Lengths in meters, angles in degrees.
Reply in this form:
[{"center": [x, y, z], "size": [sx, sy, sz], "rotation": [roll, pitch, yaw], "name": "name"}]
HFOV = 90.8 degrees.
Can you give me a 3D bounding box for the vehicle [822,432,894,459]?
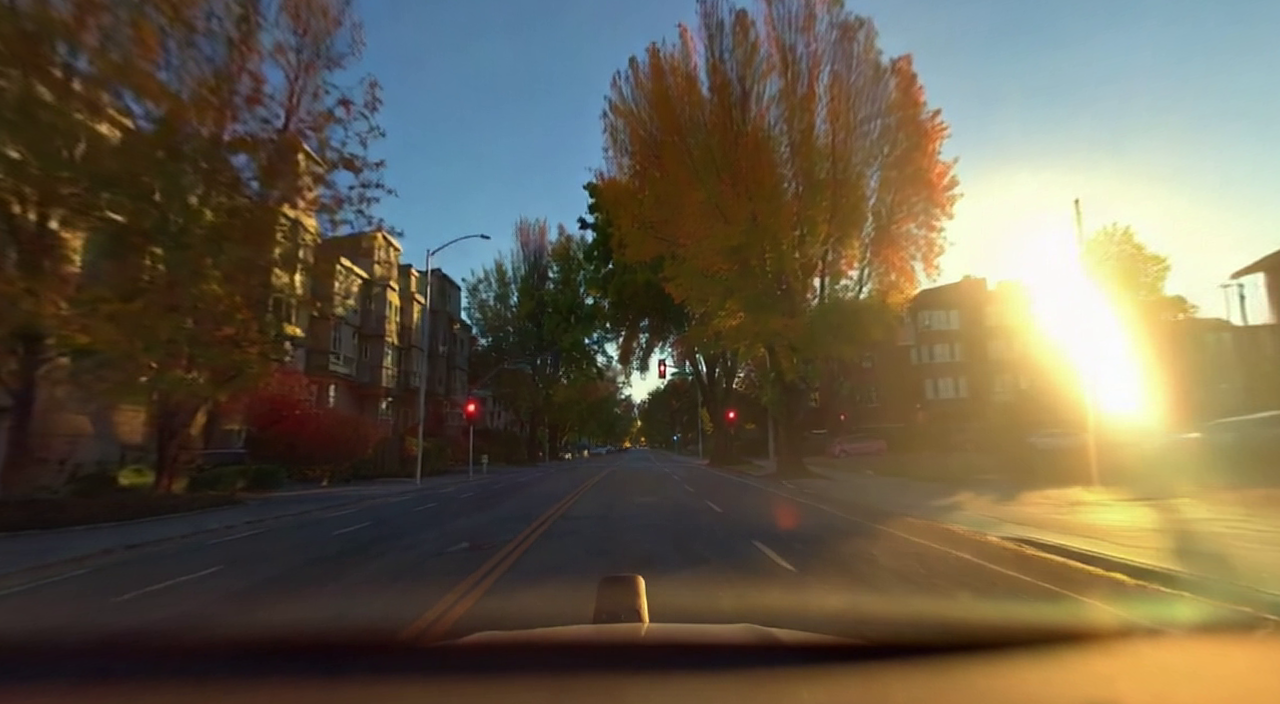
[{"center": [14.495, 6.263, 42.114], "size": [4.365, 1.702, 1.897], "rotation": [-3, -9, 18], "name": "vehicle"}]
